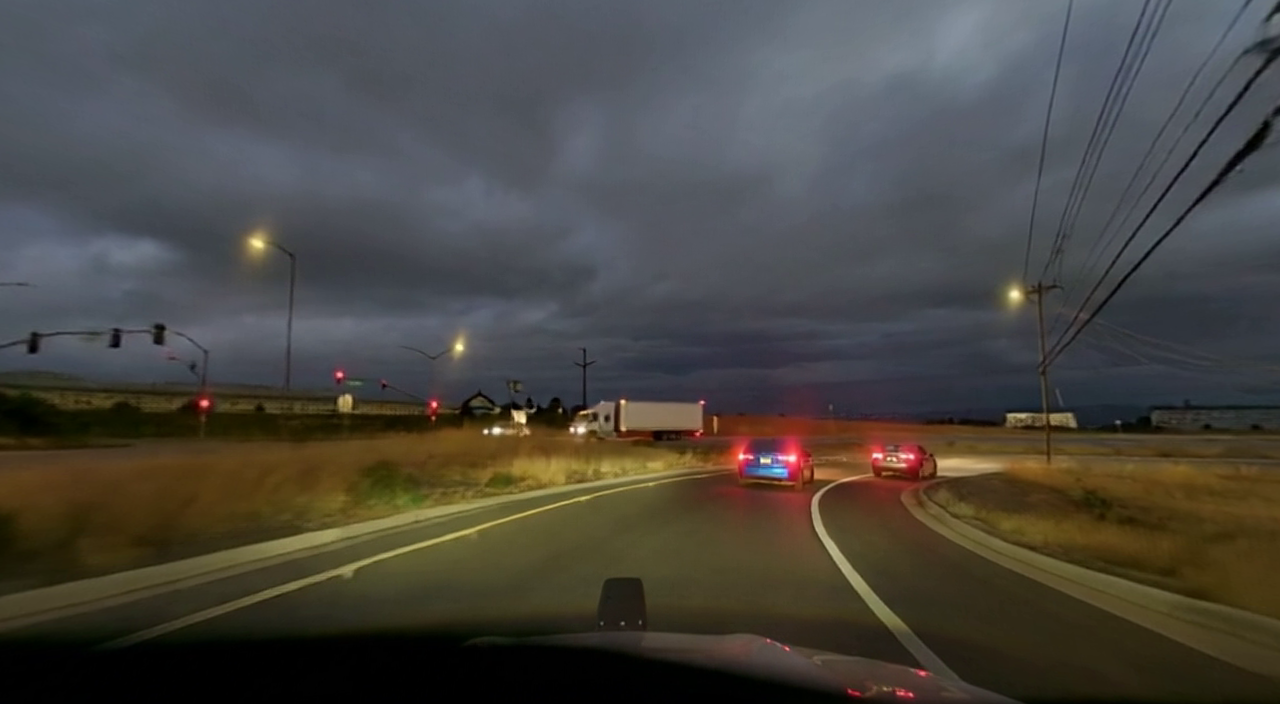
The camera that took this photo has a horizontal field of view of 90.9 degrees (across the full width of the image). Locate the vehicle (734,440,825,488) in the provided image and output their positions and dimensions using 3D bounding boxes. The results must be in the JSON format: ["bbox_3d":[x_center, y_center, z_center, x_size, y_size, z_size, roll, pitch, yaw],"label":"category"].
[{"bbox_3d":[4.782,3.670,21.075,2.026,1.407,4.374,-4,-9,25],"label":"vehicle"}]

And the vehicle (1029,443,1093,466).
[{"bbox_3d":[31.010,7.524,46.416,4.102,1.552,1.931,4,-9,-25],"label":"vehicle"}]

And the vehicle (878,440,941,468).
[{"bbox_3d":[15.656,5.879,36.551,1.836,1.465,4.307,-8,-11,43],"label":"vehicle"}]
